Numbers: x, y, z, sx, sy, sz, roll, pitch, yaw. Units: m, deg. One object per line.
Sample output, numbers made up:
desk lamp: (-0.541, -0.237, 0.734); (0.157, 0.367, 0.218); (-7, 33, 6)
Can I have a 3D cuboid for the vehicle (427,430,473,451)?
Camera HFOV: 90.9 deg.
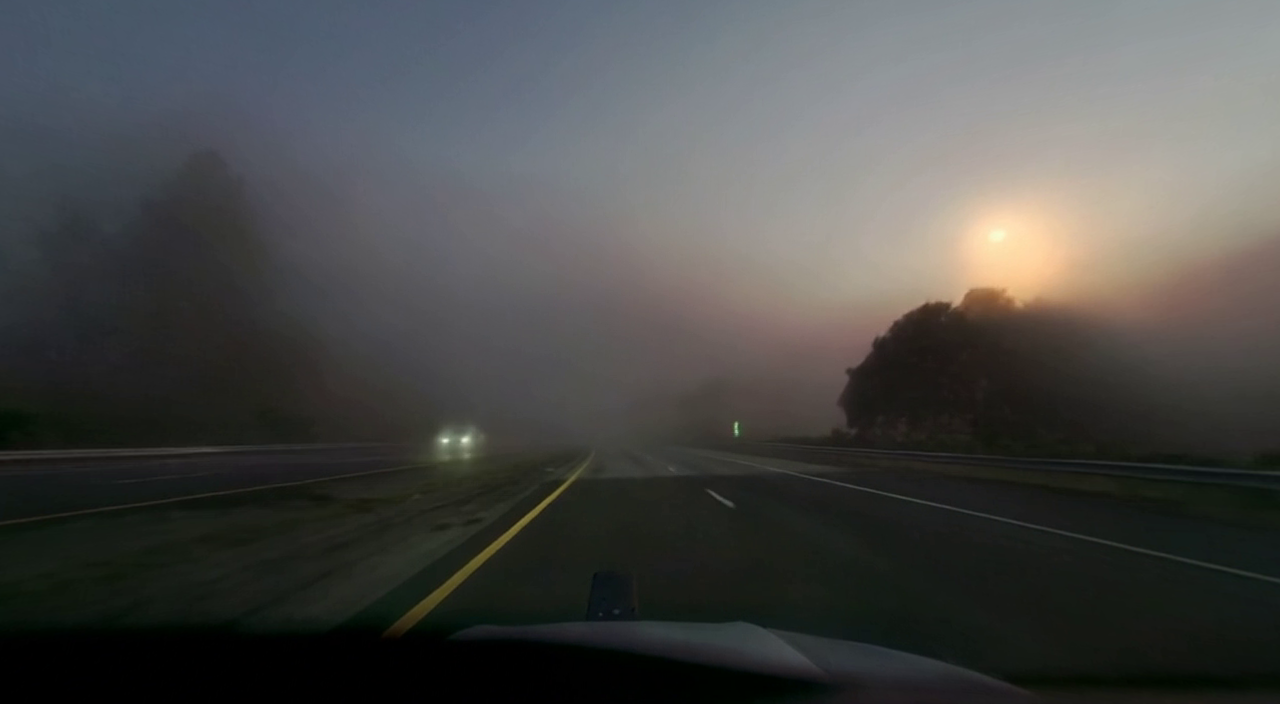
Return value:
vehicle: (-13.977, 6.538, 46.605); (2.090, 1.486, 4.511); (0, -8, -2)
